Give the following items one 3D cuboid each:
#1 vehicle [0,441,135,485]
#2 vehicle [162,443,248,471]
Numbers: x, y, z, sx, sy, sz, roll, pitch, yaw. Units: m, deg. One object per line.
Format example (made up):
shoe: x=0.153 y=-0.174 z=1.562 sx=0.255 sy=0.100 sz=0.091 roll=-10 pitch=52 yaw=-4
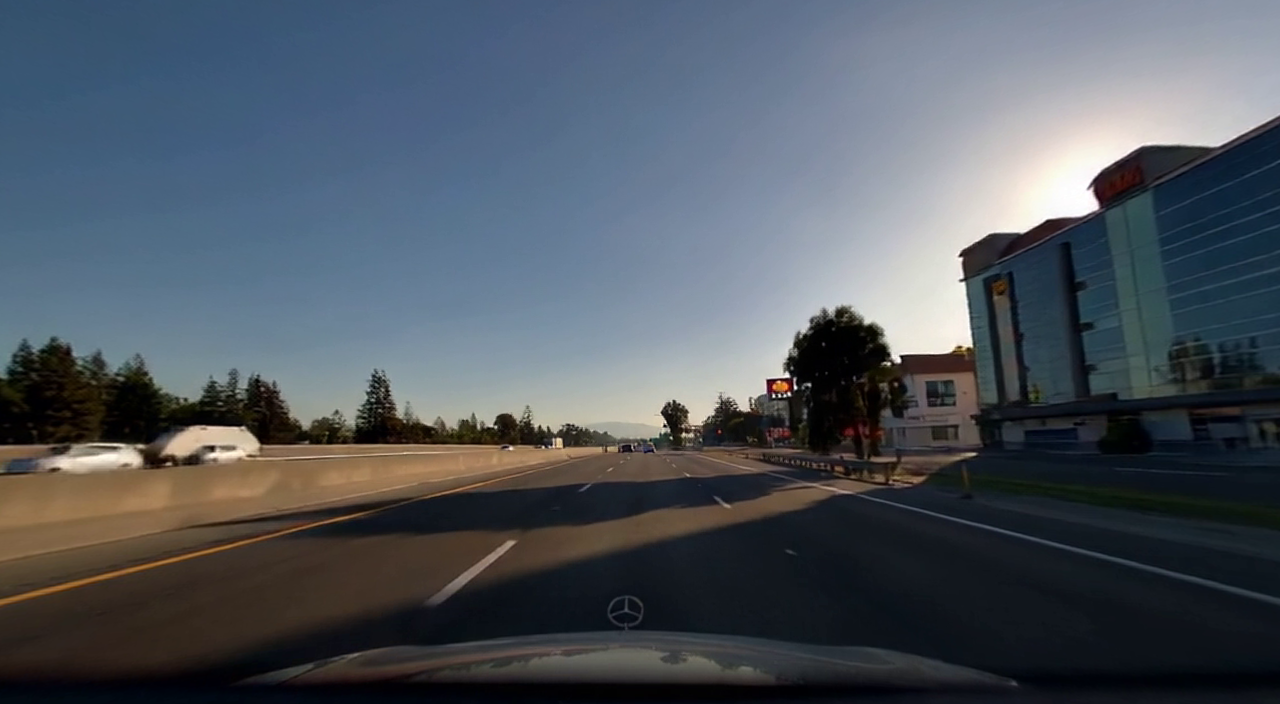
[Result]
vehicle: x=-23.497 y=4.447 z=25.660 sx=1.930 sy=1.633 sz=4.669 roll=0 pitch=-8 yaw=1
vehicle: x=-27.367 y=6.601 z=39.906 sx=2.027 sy=1.672 sz=4.667 roll=0 pitch=-8 yaw=1
